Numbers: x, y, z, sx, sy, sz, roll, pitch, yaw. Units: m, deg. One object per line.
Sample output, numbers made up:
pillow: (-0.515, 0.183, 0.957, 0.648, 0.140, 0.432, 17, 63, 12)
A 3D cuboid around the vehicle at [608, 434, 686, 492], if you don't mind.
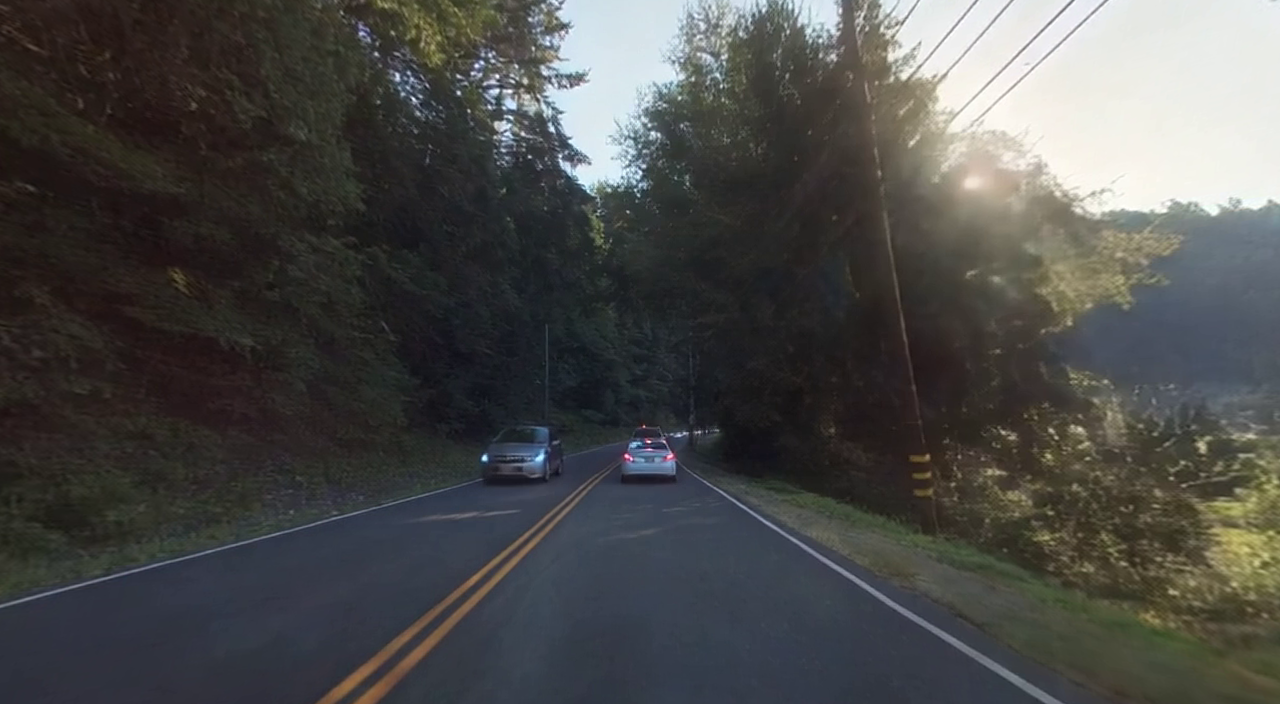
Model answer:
vehicle: (0.172, 3.237, 18.689, 2.081, 1.503, 3.726, 0, -8, -1)
